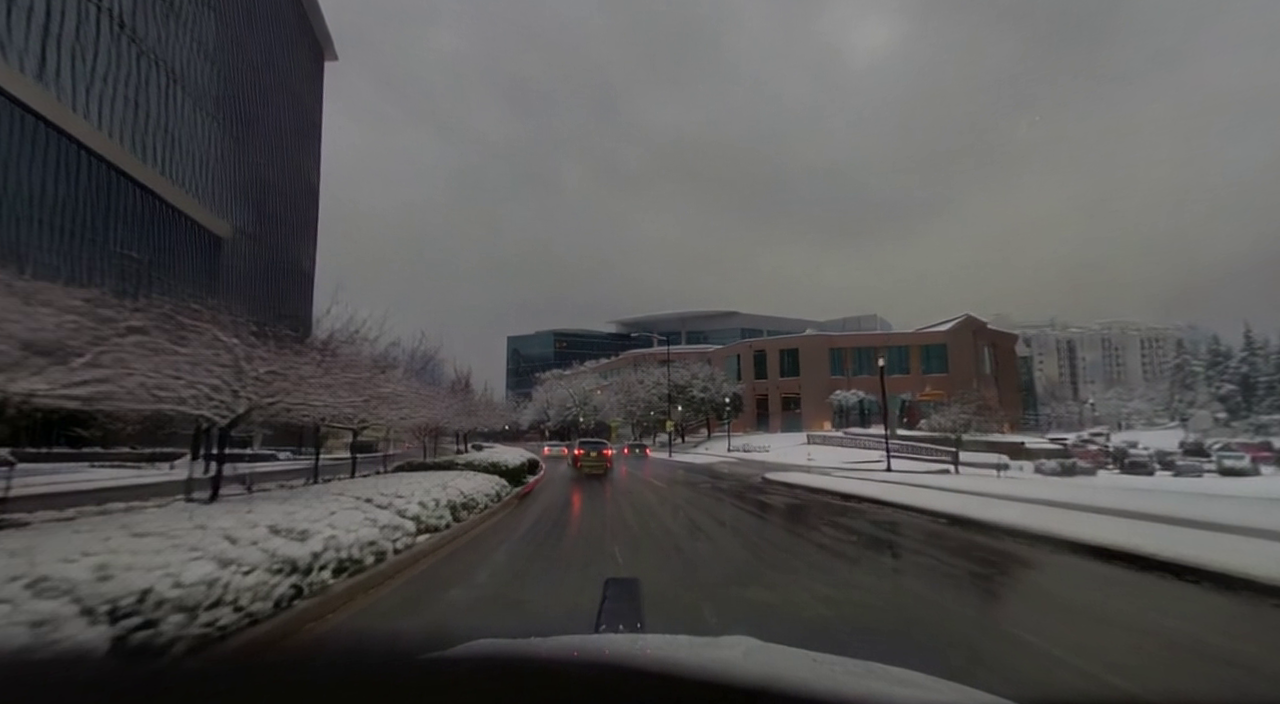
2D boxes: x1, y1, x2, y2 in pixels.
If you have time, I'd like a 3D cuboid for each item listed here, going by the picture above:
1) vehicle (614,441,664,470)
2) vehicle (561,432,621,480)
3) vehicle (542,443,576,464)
[{"bbox_3d":[-0.105,5.938,36.293,2.116,1.506,4.355,2,-9,-10],"label":"vehicle"},{"bbox_3d":[-2.064,4.166,25.469,2.173,1.761,4.374,1,-9,-7],"label":"vehicle"},{"bbox_3d":[-6.142,7.584,47.129,2.029,1.515,4.494,2,-9,-13],"label":"vehicle"}]
